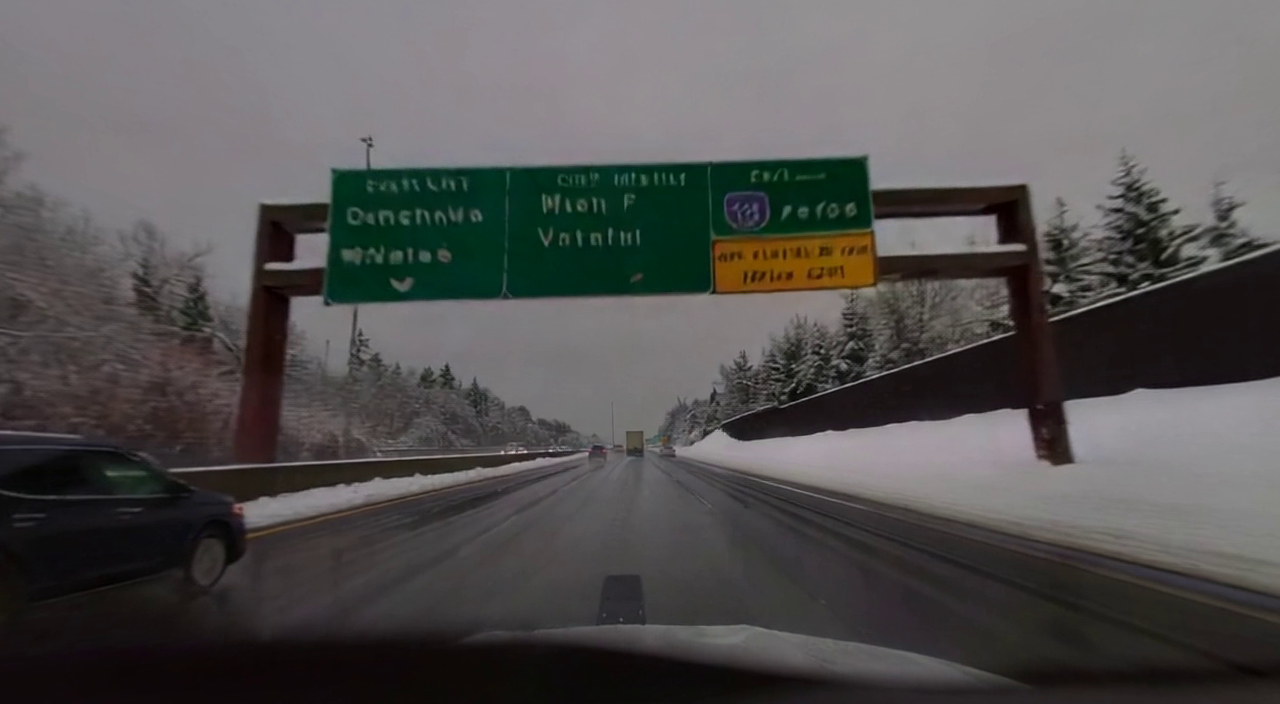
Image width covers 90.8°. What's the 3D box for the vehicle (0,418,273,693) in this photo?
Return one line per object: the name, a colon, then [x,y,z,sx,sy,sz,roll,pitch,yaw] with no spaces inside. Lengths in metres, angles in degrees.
vehicle: [-4.478,1.121,3.526,2.016,1.470,4.691,0,-9,0]
